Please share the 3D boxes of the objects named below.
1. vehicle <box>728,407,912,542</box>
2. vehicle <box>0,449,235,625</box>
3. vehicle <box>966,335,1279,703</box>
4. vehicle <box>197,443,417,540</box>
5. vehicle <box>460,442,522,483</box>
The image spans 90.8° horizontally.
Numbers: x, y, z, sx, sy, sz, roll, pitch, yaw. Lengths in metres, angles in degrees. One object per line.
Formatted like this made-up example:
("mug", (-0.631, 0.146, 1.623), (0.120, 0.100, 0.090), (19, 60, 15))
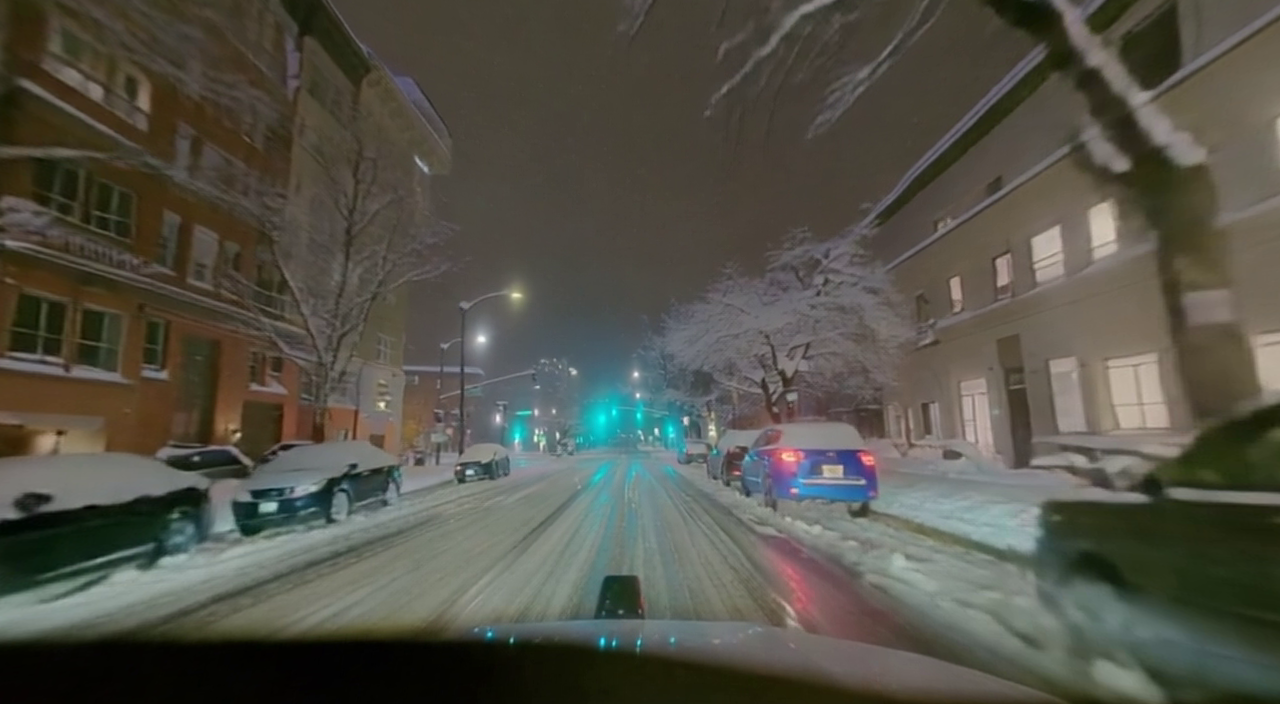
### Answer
("vehicle", (2.830, 2.035, 11.184), (1.954, 1.845, 4.682), (-1, -8, 1))
("vehicle", (-6.603, 1.832, 6.727), (1.723, 1.520, 4.439), (0, -8, -2))
("vehicle", (3.402, 0.746, 1.997), (1.886, 1.740, 5.167), (0, -8, -1))
("vehicle", (-6.589, 2.799, 13.327), (2.033, 1.523, 4.867), (-3, -9, 0))
("vehicle", (-6.877, 5.112, 29.589), (1.893, 1.758, 4.019), (-1, -8, 0))
